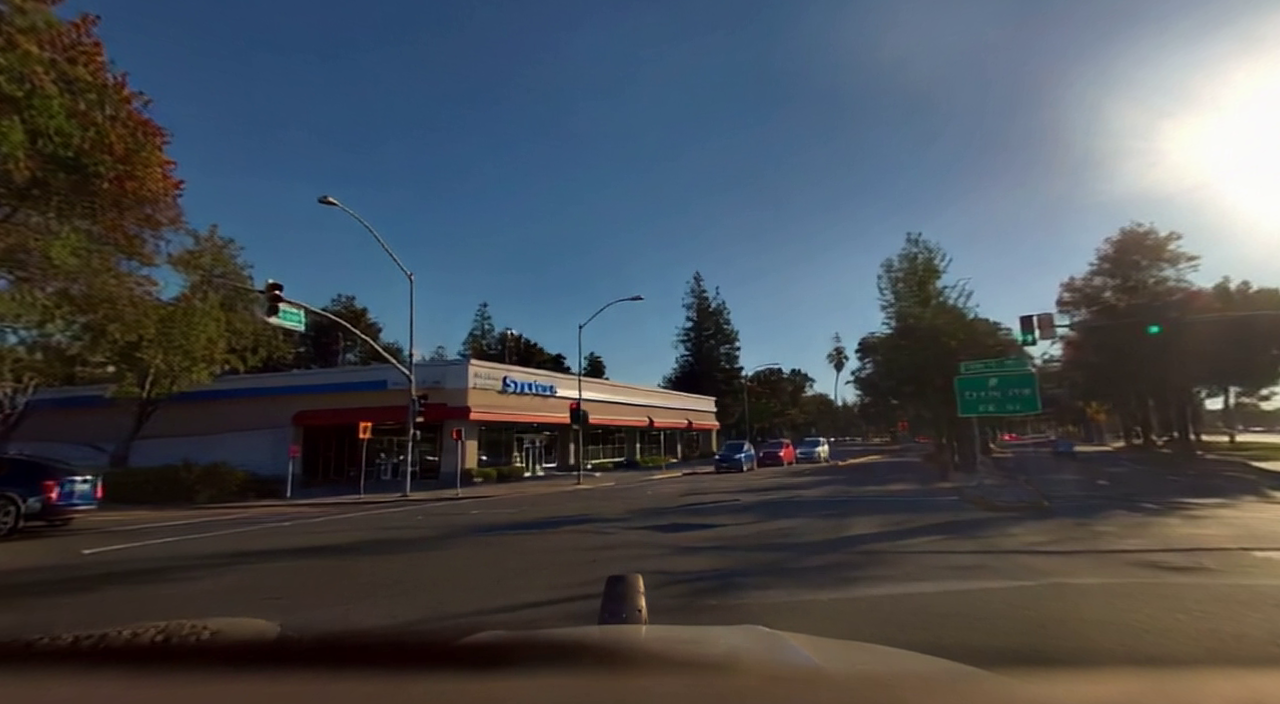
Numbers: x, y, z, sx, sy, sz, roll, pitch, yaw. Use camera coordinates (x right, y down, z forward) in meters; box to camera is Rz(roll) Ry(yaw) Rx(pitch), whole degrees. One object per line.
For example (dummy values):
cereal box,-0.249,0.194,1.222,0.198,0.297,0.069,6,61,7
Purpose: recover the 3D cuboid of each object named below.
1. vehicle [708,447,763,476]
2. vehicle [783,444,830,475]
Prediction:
vehicle,5.405,6.081,35.191,2.111,1.499,4.371,-3,-9,21
vehicle,9.247,5.876,34.731,1.920,1.546,4.086,-4,-9,22
